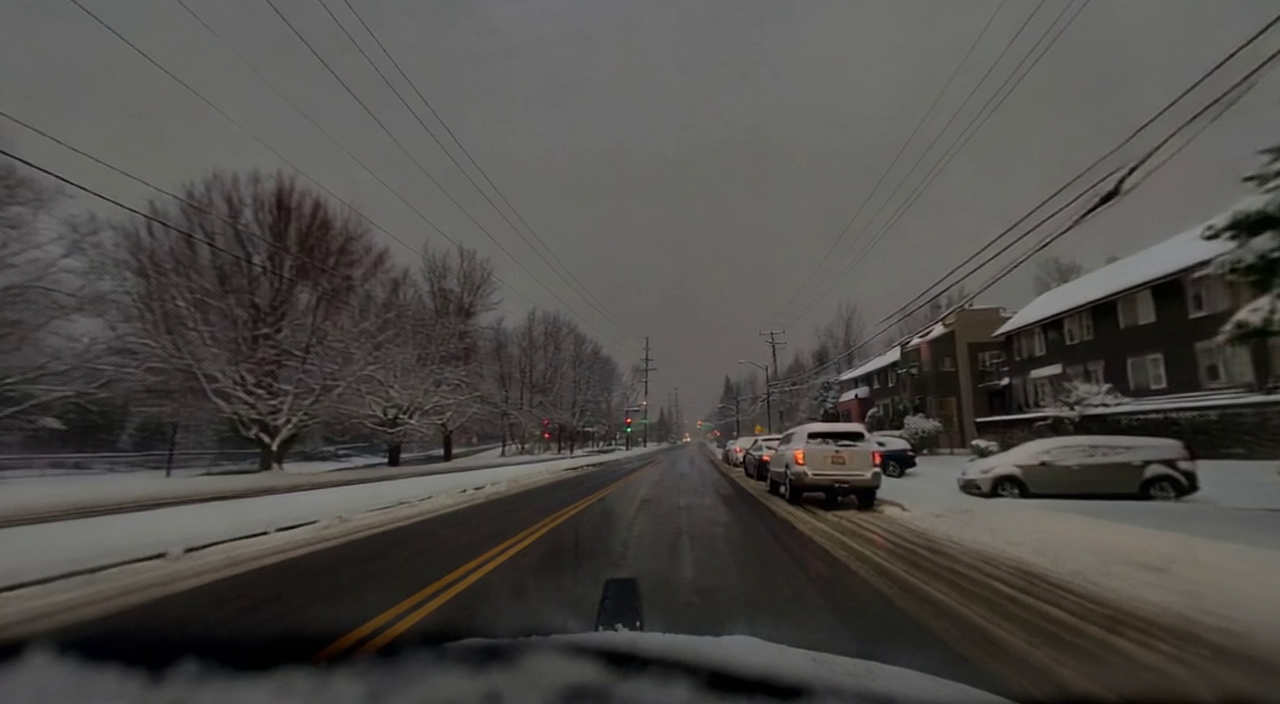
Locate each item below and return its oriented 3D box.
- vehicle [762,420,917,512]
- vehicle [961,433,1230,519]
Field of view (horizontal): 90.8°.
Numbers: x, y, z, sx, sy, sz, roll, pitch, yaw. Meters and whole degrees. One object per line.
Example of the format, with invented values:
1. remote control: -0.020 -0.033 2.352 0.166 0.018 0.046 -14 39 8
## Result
1. vehicle: 4.477 2.653 15.225 2.359 1.817 4.985 0 -8 3
2. vehicle: 10.517 2.816 14.976 2.038 1.680 4.660 7 -10 -37
